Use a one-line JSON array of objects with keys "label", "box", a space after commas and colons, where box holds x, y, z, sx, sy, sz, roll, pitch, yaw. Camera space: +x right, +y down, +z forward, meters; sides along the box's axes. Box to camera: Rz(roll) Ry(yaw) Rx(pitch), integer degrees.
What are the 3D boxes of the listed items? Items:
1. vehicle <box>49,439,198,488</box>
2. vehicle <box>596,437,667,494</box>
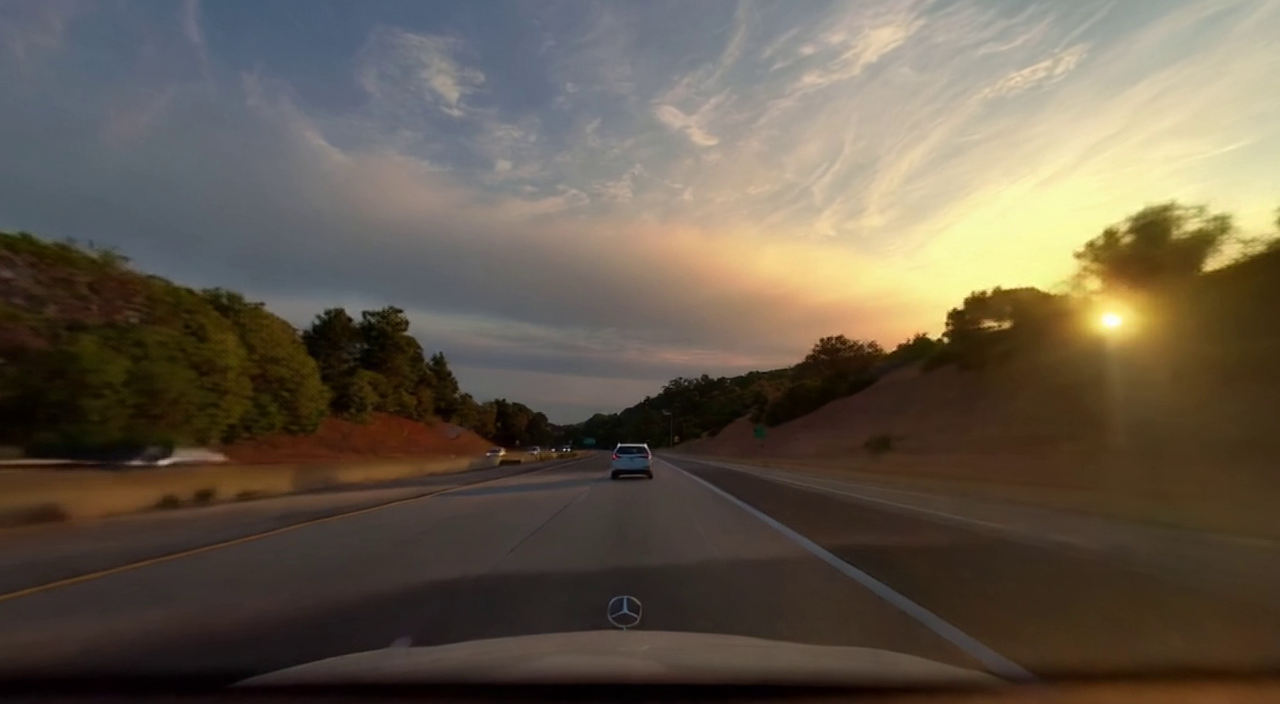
[{"label": "vehicle", "box": [-17.317, 3.727, 21.391, 1.794, 1.488, 3.770, 0, -9, 0]}, {"label": "vehicle", "box": [-0.233, 3.776, 21.359, 2.135, 1.686, 4.517, 0, -9, 1]}]
